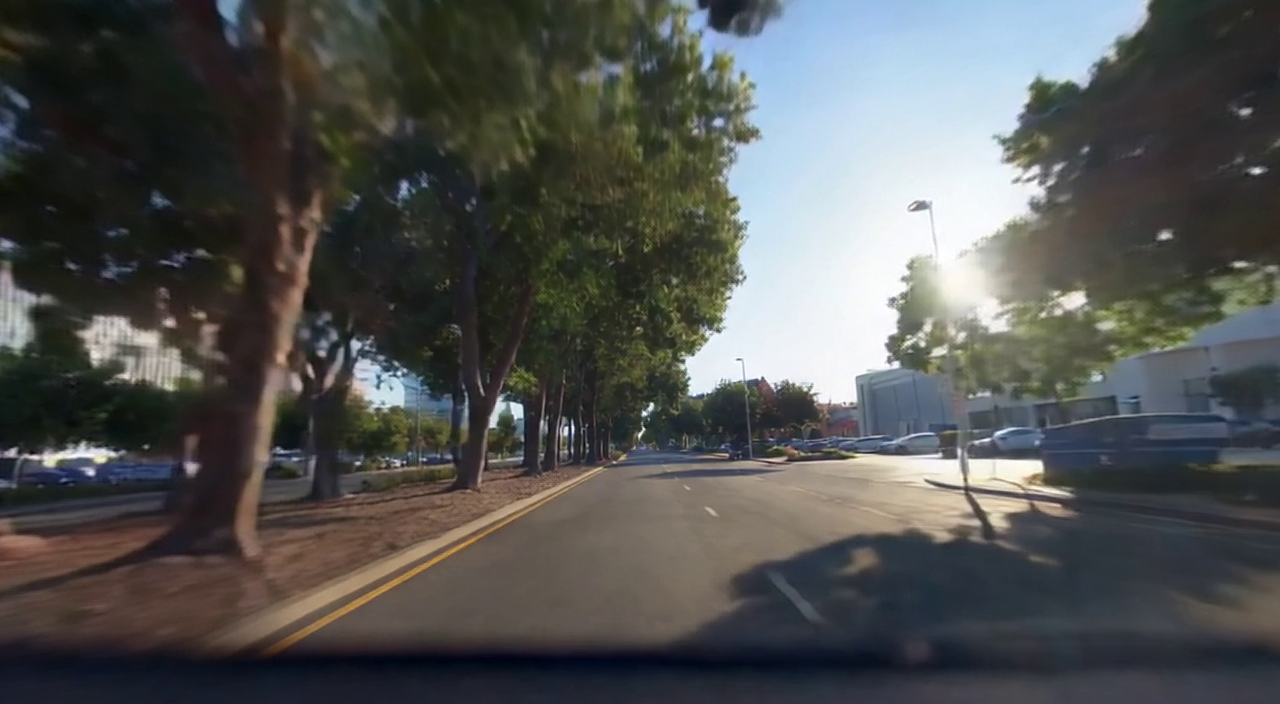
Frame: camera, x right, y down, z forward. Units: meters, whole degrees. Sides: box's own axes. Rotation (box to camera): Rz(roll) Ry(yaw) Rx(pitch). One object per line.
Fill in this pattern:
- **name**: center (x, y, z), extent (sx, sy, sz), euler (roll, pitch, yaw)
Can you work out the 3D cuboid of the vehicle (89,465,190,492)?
- **vehicle**: center (-31.466, 7.960, 39.808), extent (4.622, 1.466, 1.842), euler (4, -9, -27)
